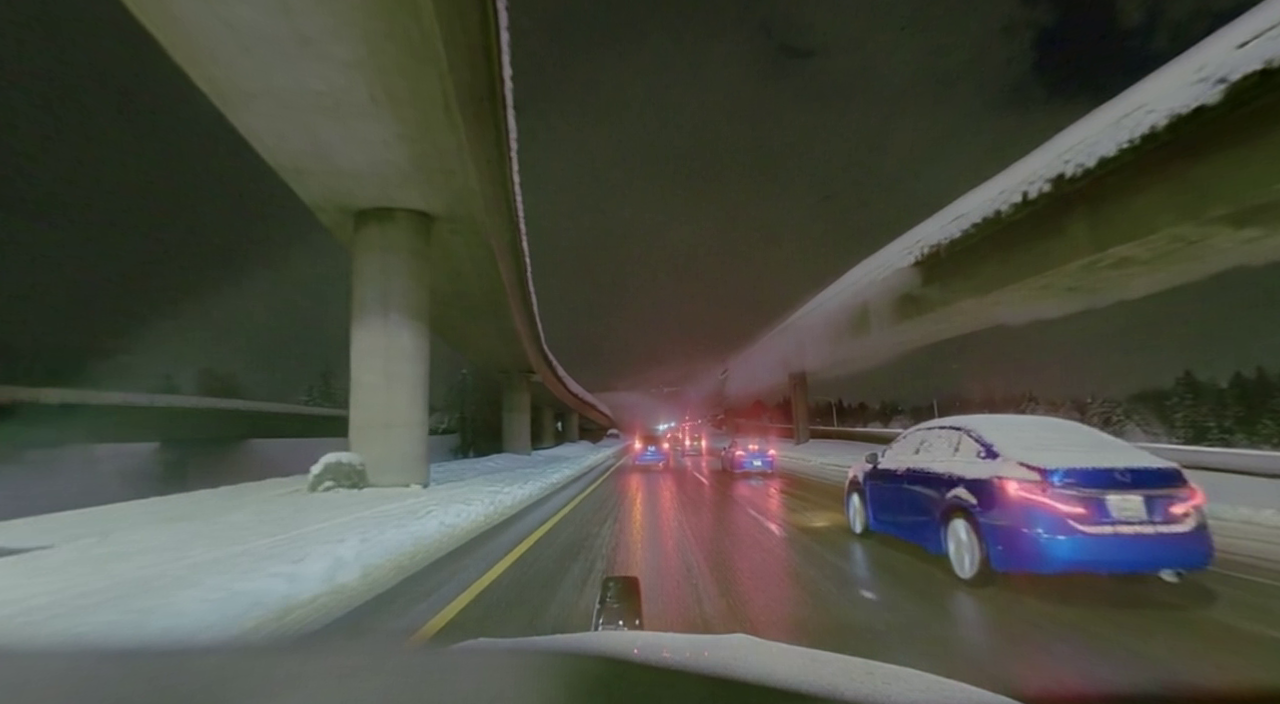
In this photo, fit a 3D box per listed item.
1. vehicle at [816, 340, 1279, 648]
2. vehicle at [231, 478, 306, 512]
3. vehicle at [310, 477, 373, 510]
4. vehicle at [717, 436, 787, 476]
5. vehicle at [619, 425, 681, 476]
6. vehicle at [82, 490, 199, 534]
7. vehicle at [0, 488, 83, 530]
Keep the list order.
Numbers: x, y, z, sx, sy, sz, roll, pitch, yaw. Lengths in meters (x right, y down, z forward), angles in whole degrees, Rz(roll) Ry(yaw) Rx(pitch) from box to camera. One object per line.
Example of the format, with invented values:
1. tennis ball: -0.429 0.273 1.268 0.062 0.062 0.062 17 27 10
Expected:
1. vehicle: 4.001 1.337 7.025 2.404 2.014 5.655 0 -8 0
2. vehicle: -22.642 8.718 38.600 1.920 1.675 4.655 1 -9 -2
3. vehicle: -18.835 8.921 39.967 1.939 1.689 4.298 1 -9 -2
4. vehicle: 4.544 4.294 26.158 2.047 1.500 4.017 1 -9 -2
5. vehicle: 0.380 3.973 25.592 2.264 1.841 4.583 0 -8 0
6. vehicle: -22.137 7.076 28.147 1.813 1.498 4.330 1 -9 -3
7. vehicle: -29.249 7.363 29.750 1.859 1.524 4.469 1 -9 -2
